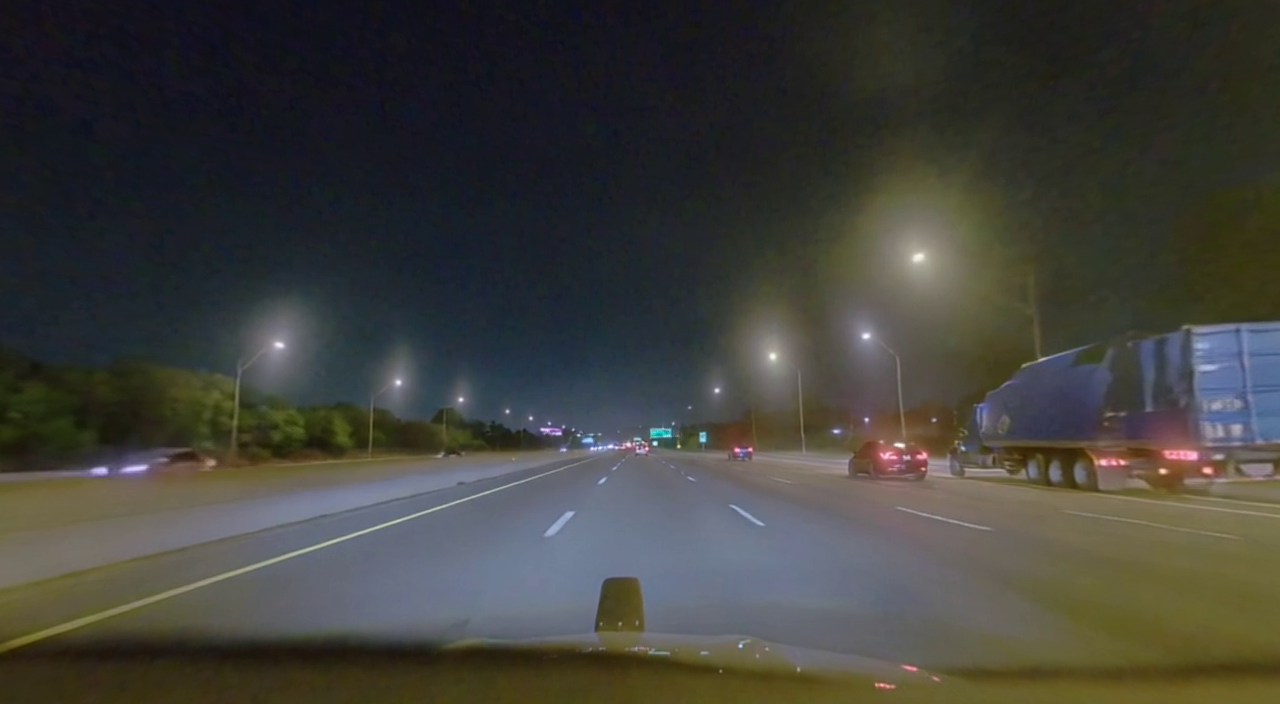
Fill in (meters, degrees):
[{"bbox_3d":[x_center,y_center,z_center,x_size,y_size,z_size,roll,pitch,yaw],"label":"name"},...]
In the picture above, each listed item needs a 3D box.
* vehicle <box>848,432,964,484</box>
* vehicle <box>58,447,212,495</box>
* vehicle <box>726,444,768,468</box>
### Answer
[{"bbox_3d":[10.931,4.409,26.477,2.387,1.936,5.646,0,-9,0],"label":"vehicle"},{"bbox_3d":[-19.862,4.660,25.140,2.019,1.701,4.913,0,-9,1],"label":"vehicle"},{"bbox_3d":[7.315,7.139,43.343,2.053,1.553,4.463,0,-9,-1],"label":"vehicle"}]
